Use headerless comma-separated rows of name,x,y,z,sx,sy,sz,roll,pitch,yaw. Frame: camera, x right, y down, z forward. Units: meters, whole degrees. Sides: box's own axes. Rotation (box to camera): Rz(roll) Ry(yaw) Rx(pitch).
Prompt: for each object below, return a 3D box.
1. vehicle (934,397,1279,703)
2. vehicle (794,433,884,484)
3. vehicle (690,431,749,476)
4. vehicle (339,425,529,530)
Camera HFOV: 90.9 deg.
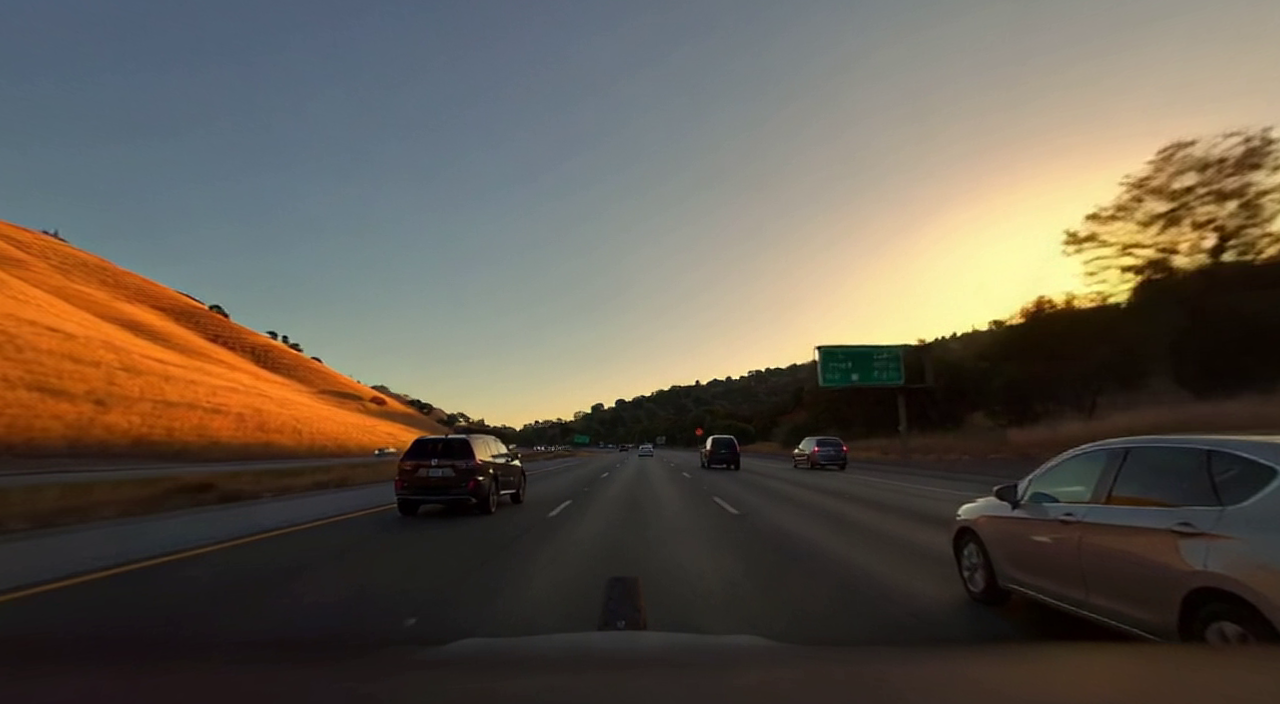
vehicle,3.443,1.020,3.111,1.941,1.481,4.300,0,-8,1
vehicle,7.413,4.003,24.005,1.998,1.717,4.338,0,-8,0
vehicle,3.615,4.741,29.707,2.121,1.925,5.056,0,-8,0
vehicle,-3.721,2.352,12.422,2.166,1.672,4.388,-1,-8,1
